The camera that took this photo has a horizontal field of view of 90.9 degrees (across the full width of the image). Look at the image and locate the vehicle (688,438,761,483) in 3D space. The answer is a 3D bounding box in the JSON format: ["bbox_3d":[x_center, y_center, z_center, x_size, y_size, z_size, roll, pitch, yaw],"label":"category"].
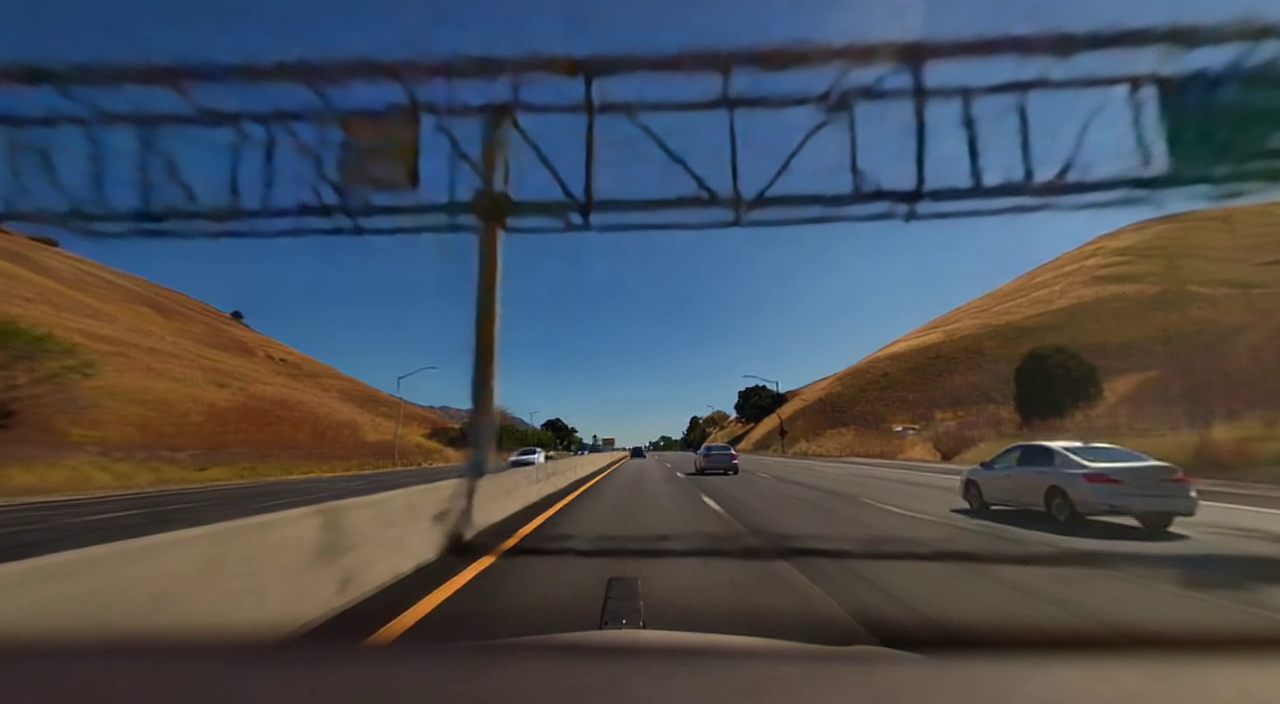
[{"bbox_3d":[2.927,3.863,22.804,2.044,1.444,4.216,0,-8,0],"label":"vehicle"}]

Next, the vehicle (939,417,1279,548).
[{"bbox_3d":[6.864,1.892,9.901,1.988,1.530,4.777,0,-8,0],"label":"vehicle"}]

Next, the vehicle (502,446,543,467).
[{"bbox_3d":[-8.835,7.870,47.851,2.208,1.447,4.764,-1,-8,1],"label":"vehicle"}]
